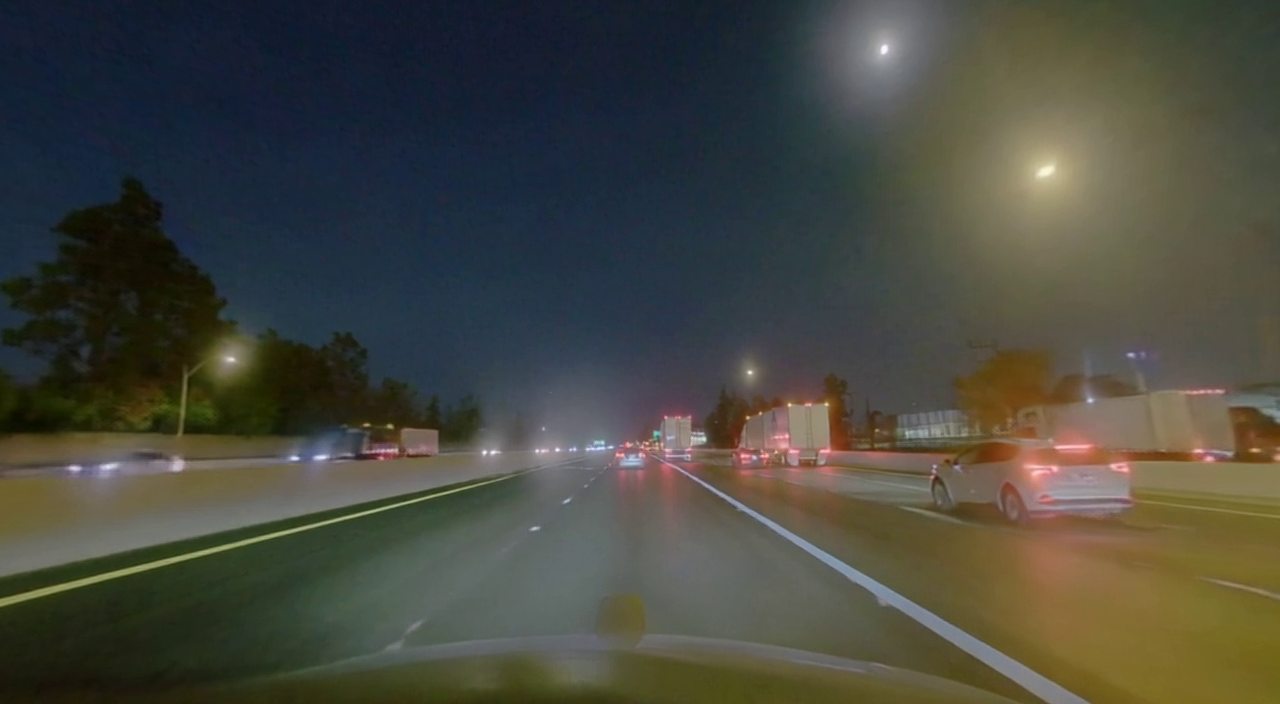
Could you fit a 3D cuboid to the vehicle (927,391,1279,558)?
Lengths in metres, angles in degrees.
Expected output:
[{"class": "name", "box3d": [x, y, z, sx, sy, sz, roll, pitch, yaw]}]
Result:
[{"class": "vehicle", "box3d": [7.359, 1.916, 10.559, 2.369, 2.007, 5.700, 0, -9, -1]}]

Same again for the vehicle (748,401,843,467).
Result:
[{"class": "vehicle", "box3d": [11.349, 6.510, 48.756, 2.898, 4.171, 17.188, 0, -9, 0]}]

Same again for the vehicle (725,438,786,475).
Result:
[{"class": "vehicle", "box3d": [5.499, 5.049, 30.659, 2.154, 1.658, 4.347, 0, -9, 0]}]

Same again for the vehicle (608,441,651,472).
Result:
[{"class": "vehicle", "box3d": [-0.531, 5.555, 33.738, 2.163, 1.551, 4.180, 0, -9, 0]}]

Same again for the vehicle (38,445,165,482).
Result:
[{"class": "vehicle", "box3d": [-24.185, 5.019, 28.642, 1.782, 1.512, 4.570, 0, -9, -1]}]

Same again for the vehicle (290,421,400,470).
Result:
[{"class": "vehicle", "box3d": [-20.167, 6.528, 44.102, 2.885, 3.005, 9.889, 0, -9, 0]}]
